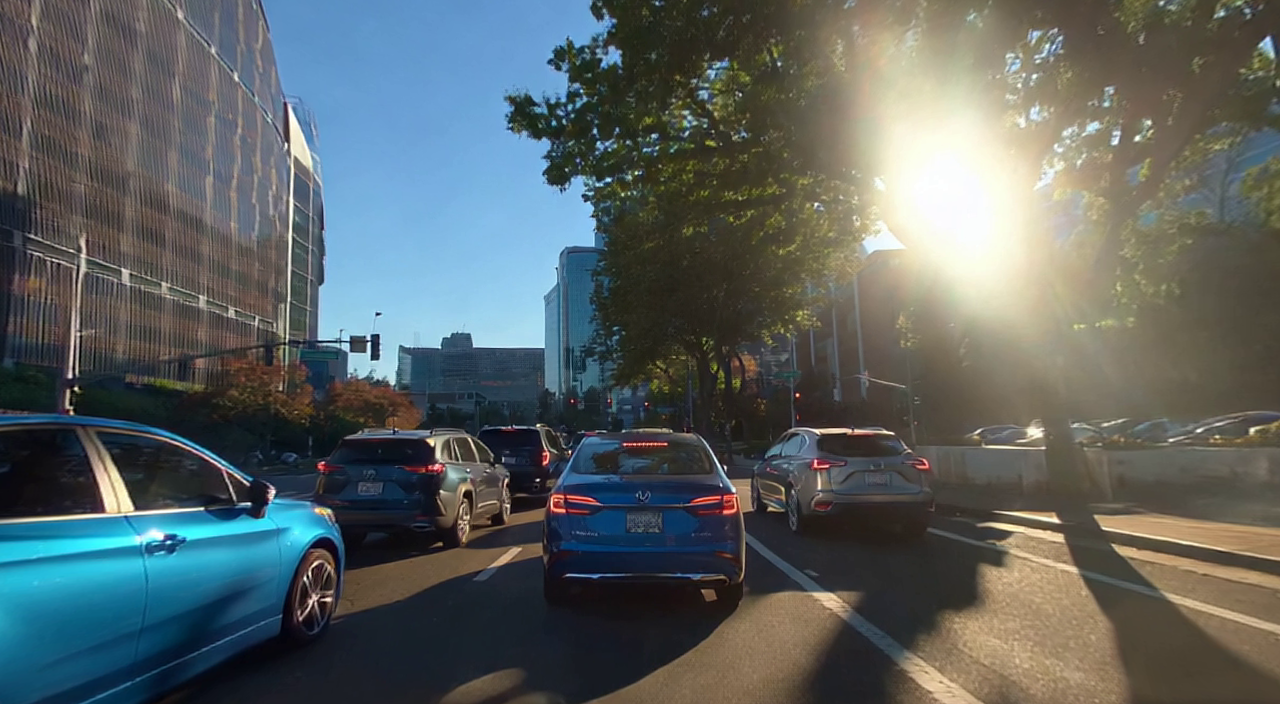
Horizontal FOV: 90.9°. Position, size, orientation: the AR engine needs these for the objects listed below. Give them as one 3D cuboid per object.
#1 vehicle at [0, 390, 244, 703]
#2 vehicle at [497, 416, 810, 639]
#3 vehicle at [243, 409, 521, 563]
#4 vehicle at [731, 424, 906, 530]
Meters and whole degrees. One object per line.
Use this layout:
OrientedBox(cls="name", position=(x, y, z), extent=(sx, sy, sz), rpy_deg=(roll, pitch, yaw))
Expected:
OrientedBox(cls="vehicle", position=(-3.401, 0.749, 1.241), extent=(2.144, 1.505, 4.635), rpy_deg=(-1, -9, 1))
OrientedBox(cls="vehicle", position=(0.088, 1.504, 6.384), extent=(2.147, 1.507, 3.953), rpy_deg=(0, -8, 0))
OrientedBox(cls="vehicle", position=(-3.368, 1.865, 9.498), extent=(2.168, 1.719, 4.561), rpy_deg=(-1, -9, 1))
OrientedBox(cls="vehicle", position=(3.160, 2.317, 12.241), extent=(2.110, 1.661, 4.295), rpy_deg=(0, -9, 0))
